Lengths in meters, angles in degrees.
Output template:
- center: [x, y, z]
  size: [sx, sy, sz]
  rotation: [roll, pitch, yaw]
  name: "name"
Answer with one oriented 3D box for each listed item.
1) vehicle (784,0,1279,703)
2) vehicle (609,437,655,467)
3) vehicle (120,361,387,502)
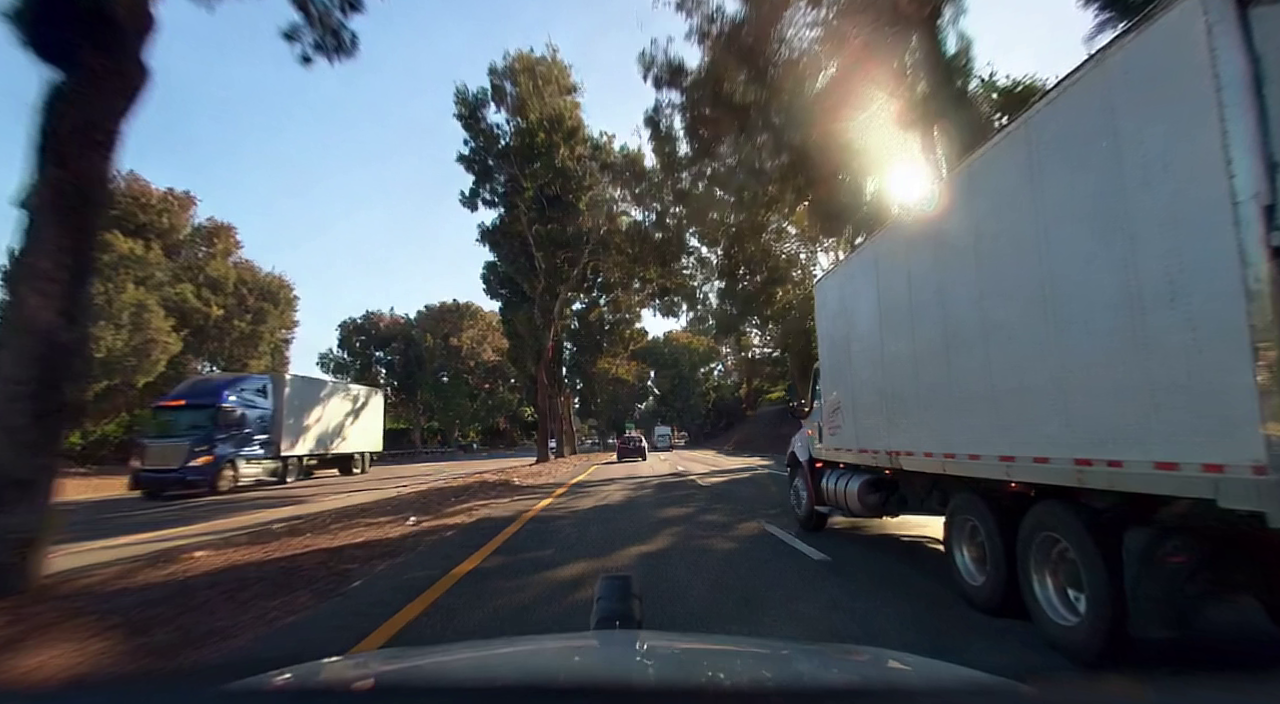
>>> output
- center: [3.860, 0.406, 5.909]
  size: [2.921, 3.526, 8.207]
  rotation: [0, -8, -1]
  name: "vehicle"
- center: [-0.458, 5.176, 32.999]
  size: [2.259, 1.466, 3.693]
  rotation: [0, -8, -1]
  name: "vehicle"
- center: [-13.533, 3.043, 24.107]
  size: [3.190, 4.107, 11.334]
  rotation: [0, -8, -1]
  name: "vehicle"
